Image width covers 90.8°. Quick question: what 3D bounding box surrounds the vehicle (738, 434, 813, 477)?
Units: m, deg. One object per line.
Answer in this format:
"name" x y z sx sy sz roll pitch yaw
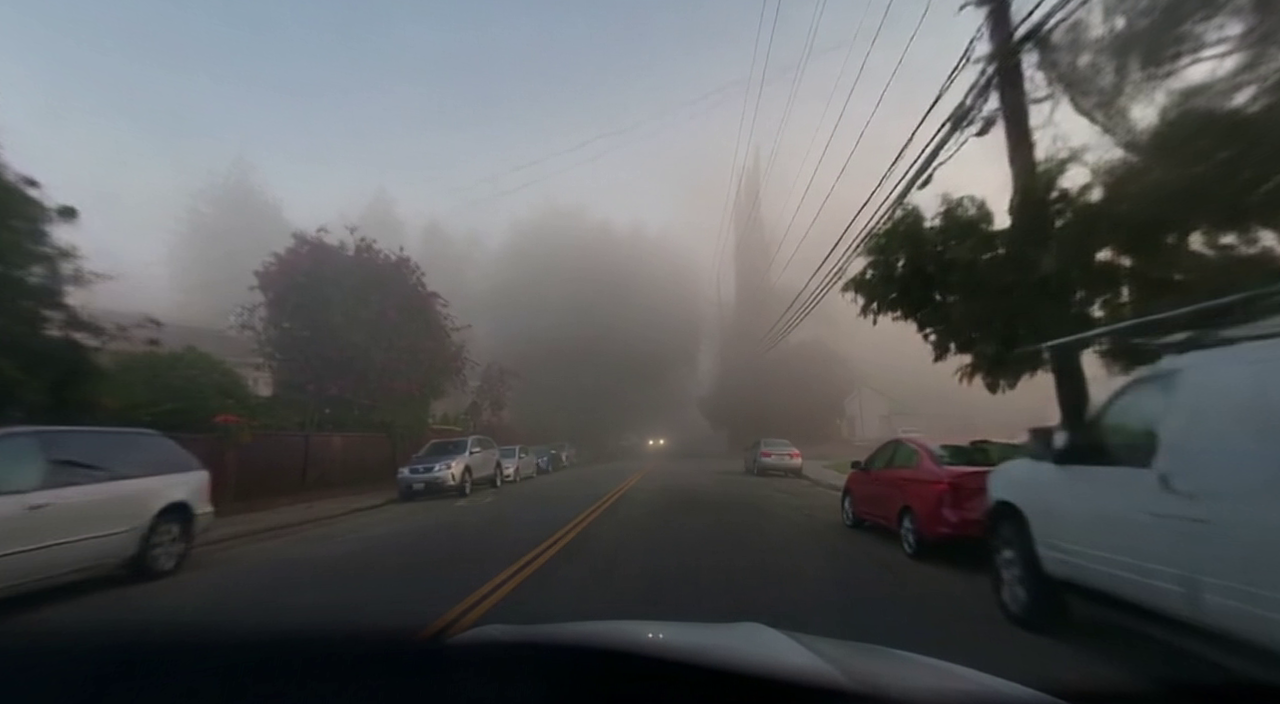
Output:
"vehicle" 5.173 4.032 24.827 2.108 1.493 4.878 -1 -8 3

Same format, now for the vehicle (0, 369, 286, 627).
"vehicle" -6.276 1.426 6.247 2.353 2.037 5.358 -4 -9 2

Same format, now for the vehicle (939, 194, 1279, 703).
"vehicle" 3.412 0.532 2.159 2.397 2.130 5.384 -1 -8 4

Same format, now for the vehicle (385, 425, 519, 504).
"vehicle" -5.327 3.266 18.704 2.192 1.873 4.985 -4 -9 4
